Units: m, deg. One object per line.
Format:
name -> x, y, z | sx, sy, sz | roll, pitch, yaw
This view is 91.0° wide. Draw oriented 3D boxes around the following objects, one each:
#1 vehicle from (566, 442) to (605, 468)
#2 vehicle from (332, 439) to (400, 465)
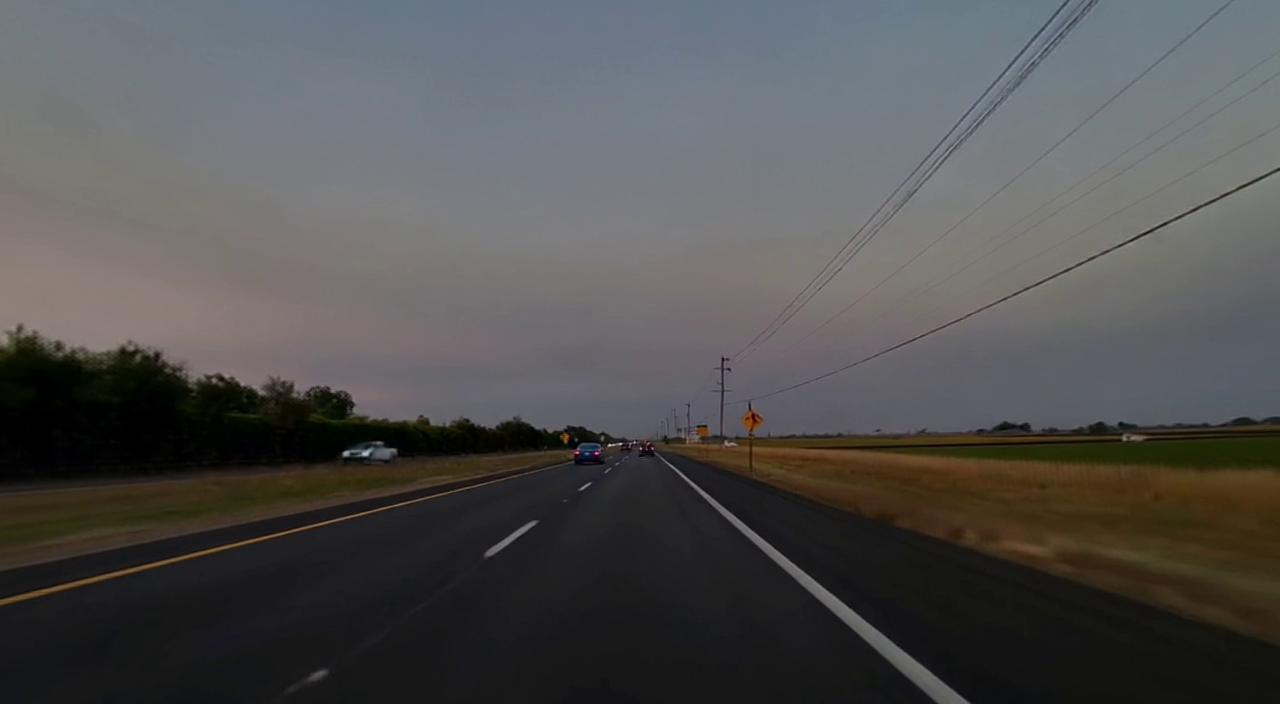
vehicle -> -3.503, 6.747, 41.321 | 2.120, 1.597, 4.810 | 0, -9, 0
vehicle -> -21.178, 7.776, 49.044 | 2.445, 1.917, 6.250 | 0, -9, 1
